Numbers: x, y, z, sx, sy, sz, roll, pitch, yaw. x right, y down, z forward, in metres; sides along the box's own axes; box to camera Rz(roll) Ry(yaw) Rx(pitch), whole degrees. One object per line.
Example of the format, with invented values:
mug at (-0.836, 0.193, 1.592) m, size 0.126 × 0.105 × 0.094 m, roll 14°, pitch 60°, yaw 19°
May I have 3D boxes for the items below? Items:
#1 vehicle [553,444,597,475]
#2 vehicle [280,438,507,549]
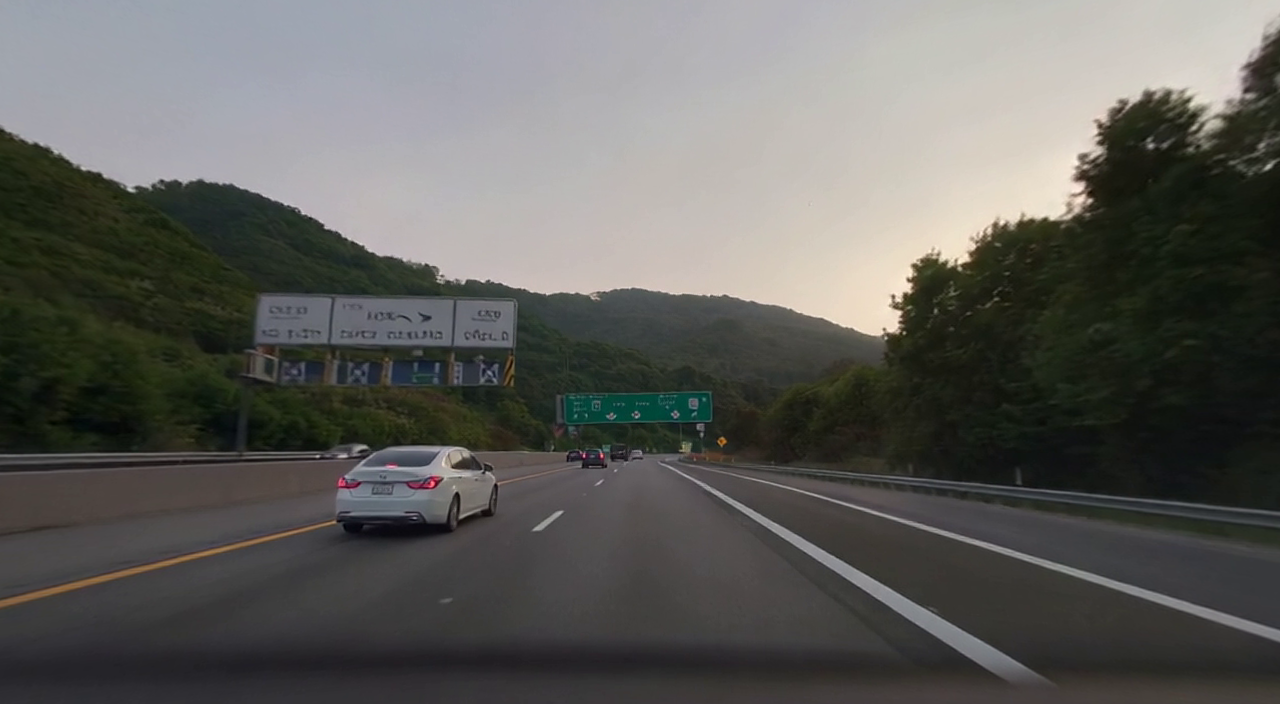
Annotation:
vehicle at (-3.676, 6.177, 36.437) m, size 2.073 × 1.694 × 4.162 m, roll 0°, pitch -9°, yaw 1°
vehicle at (-3.744, 2.234, 10.654) m, size 1.988 × 1.440 × 4.504 m, roll 0°, pitch -9°, yaw 0°
